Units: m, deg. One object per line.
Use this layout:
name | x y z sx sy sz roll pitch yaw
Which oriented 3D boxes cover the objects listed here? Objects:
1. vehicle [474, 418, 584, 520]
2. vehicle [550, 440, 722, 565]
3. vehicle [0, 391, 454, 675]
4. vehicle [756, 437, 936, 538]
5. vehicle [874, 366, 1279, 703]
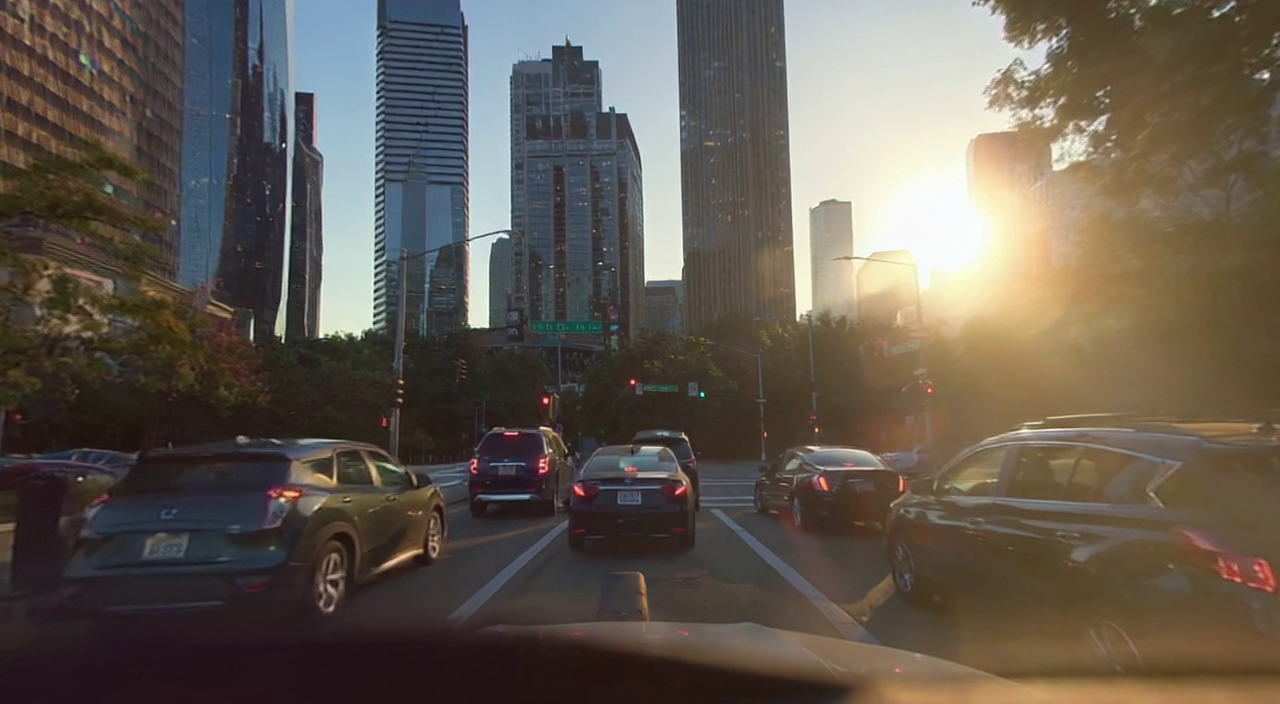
vehicle | -2.418 2.641 14.721 1.683 2.039 3.703 -1 -8 3
vehicle | -0.042 2.059 9.404 2.031 1.461 3.763 0 -8 0
vehicle | -3.461 1.444 6.196 2.046 1.744 4.407 0 -8 -2
vehicle | 3.586 2.426 12.019 1.973 1.537 4.533 0 -8 1
vehicle | 3.352 1.121 3.920 2.179 1.631 4.173 0 -8 0
